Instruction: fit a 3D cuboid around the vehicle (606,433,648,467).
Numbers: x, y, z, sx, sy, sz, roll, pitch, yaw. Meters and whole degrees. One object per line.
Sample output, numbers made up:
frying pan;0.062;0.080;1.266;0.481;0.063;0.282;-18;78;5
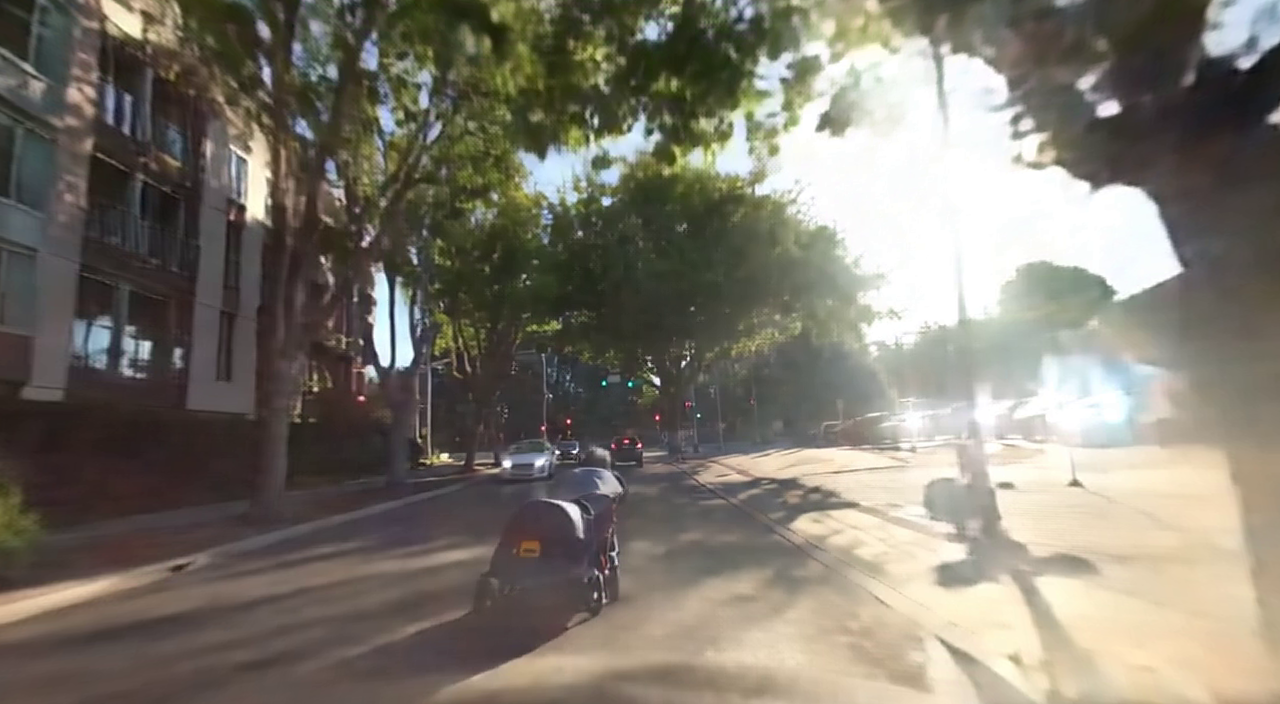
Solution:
vehicle;-0.665;5.257;33.929;2.142;1.686;3.816;-1;-8;0

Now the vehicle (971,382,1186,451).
vehicle;12.004;1.817;17.555;4.349;1.462;1.982;-5;-7;6

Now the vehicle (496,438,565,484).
vehicle;-3.861;3.894;22.861;1.973;1.512;3.524;0;-8;-2
